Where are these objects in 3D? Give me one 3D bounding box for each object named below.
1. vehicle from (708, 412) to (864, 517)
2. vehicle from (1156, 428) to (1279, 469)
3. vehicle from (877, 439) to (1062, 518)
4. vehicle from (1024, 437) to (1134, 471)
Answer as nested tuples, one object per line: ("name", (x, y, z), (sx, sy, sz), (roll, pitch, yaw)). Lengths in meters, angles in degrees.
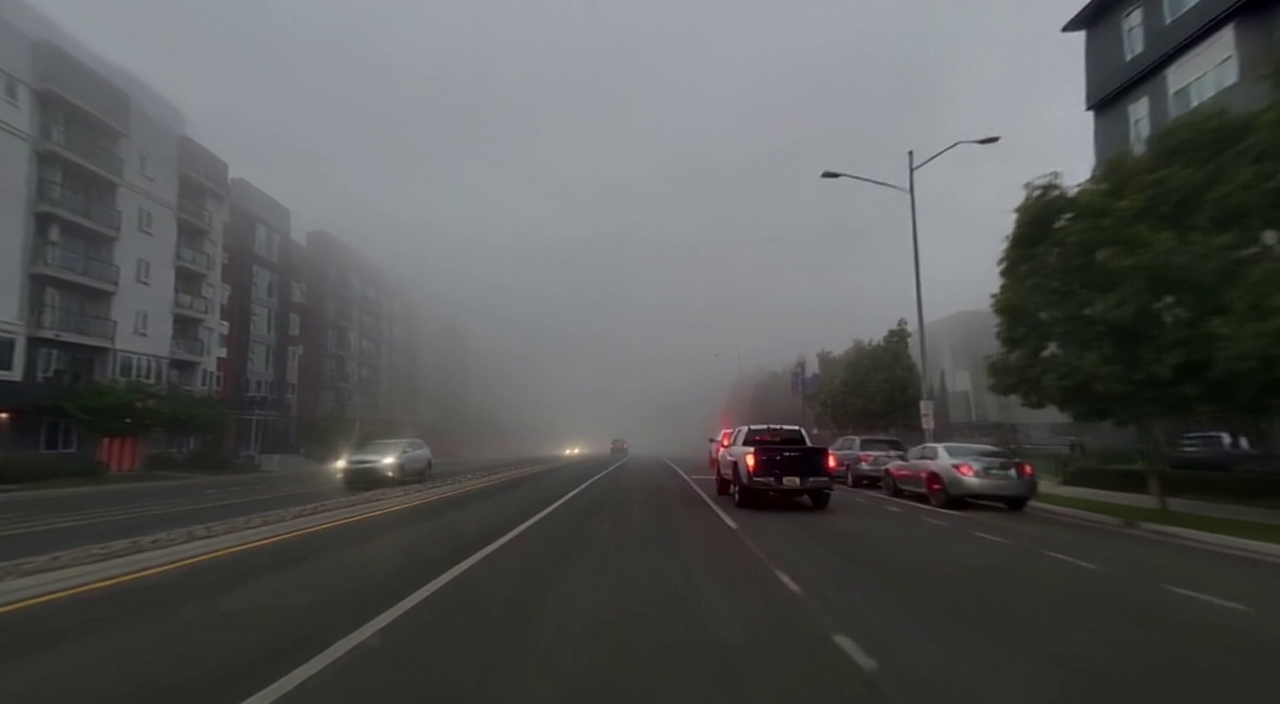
("vehicle", (2.812, 2.334, 13.560), (2.130, 1.787, 5.126), (0, -8, 0))
("vehicle", (26.283, 4.392, 28.836), (1.887, 1.696, 4.337), (-1, -8, 4))
("vehicle", (7.016, 2.700, 14.083), (1.795, 1.459, 4.333), (0, -9, 0))
("vehicle", (20.828, 4.845, 30.264), (1.780, 1.474, 4.533), (0, -8, -4))
